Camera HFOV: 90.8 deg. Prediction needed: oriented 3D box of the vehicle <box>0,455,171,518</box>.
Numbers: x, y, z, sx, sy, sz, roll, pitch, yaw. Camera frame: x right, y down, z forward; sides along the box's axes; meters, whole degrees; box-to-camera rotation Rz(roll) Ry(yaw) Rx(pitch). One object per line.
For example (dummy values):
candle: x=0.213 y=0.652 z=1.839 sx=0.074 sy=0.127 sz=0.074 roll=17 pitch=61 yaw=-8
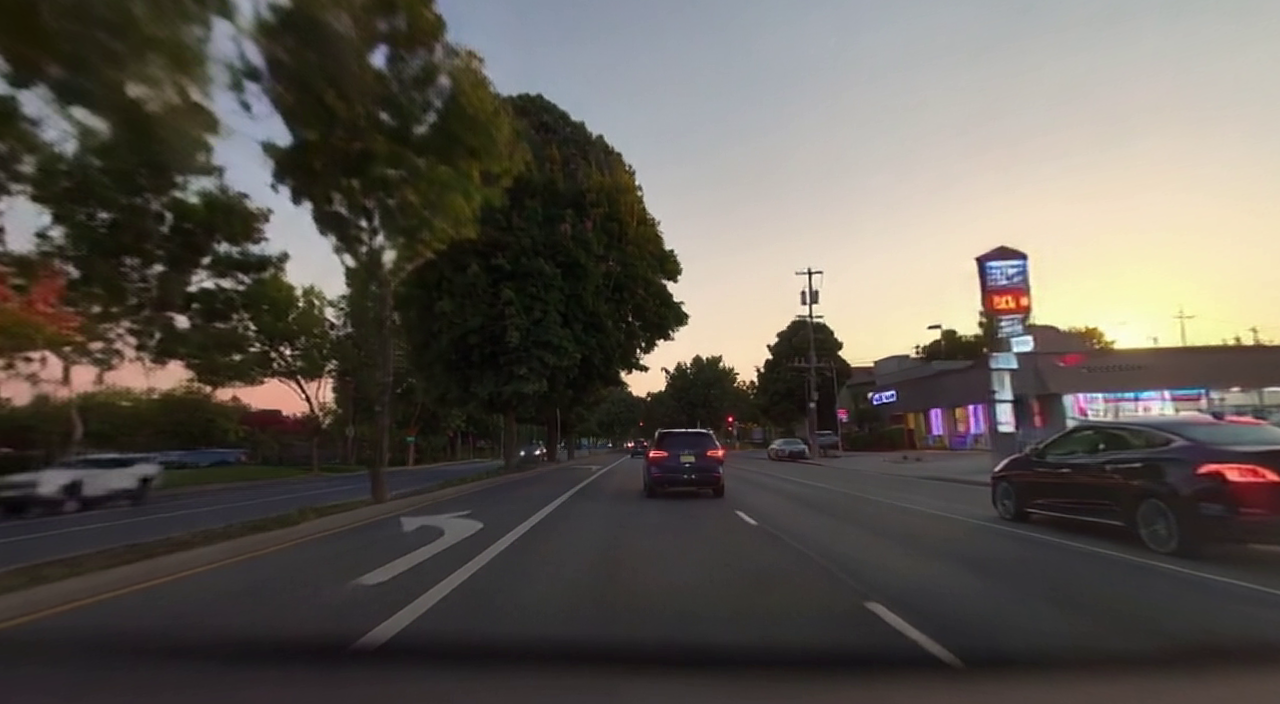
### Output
vehicle: x=-15.887 y=3.692 z=17.906 sx=1.830 sy=1.483 sz=4.410 roll=0 pitch=-9 yaw=-1

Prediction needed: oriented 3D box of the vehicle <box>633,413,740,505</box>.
vehicle: x=0.955 y=2.605 z=15.836 sx=2.038 sy=1.917 sz=4.900 roll=0 pitch=-8 yaw=-3

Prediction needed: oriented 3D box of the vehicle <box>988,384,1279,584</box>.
vehicle: x=6.681 y=1.487 z=7.776 sx=2.025 sy=1.765 sz=4.729 roll=0 pitch=-8 yaw=-1

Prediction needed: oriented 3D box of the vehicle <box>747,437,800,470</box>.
vehicle: x=6.890 y=5.273 z=33.040 sx=1.793 sy=1.585 sz=4.130 roll=0 pitch=-8 yaw=-1
